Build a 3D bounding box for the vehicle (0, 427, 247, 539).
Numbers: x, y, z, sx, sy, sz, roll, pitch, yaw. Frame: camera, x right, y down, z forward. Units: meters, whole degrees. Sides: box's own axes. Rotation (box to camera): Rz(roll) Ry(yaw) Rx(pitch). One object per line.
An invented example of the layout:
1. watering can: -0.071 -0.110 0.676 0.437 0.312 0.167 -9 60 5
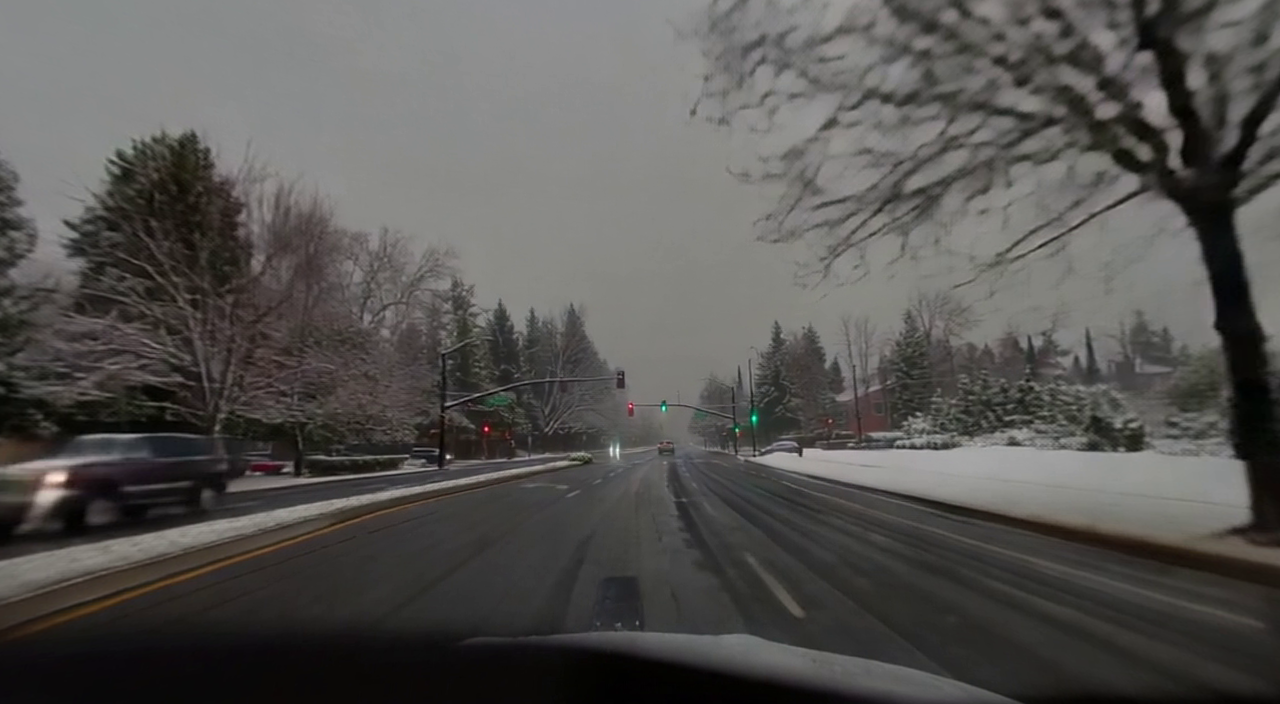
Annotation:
1. vehicle: -11.241 2.662 13.496 2.174 1.855 5.452 -2 -9 0
